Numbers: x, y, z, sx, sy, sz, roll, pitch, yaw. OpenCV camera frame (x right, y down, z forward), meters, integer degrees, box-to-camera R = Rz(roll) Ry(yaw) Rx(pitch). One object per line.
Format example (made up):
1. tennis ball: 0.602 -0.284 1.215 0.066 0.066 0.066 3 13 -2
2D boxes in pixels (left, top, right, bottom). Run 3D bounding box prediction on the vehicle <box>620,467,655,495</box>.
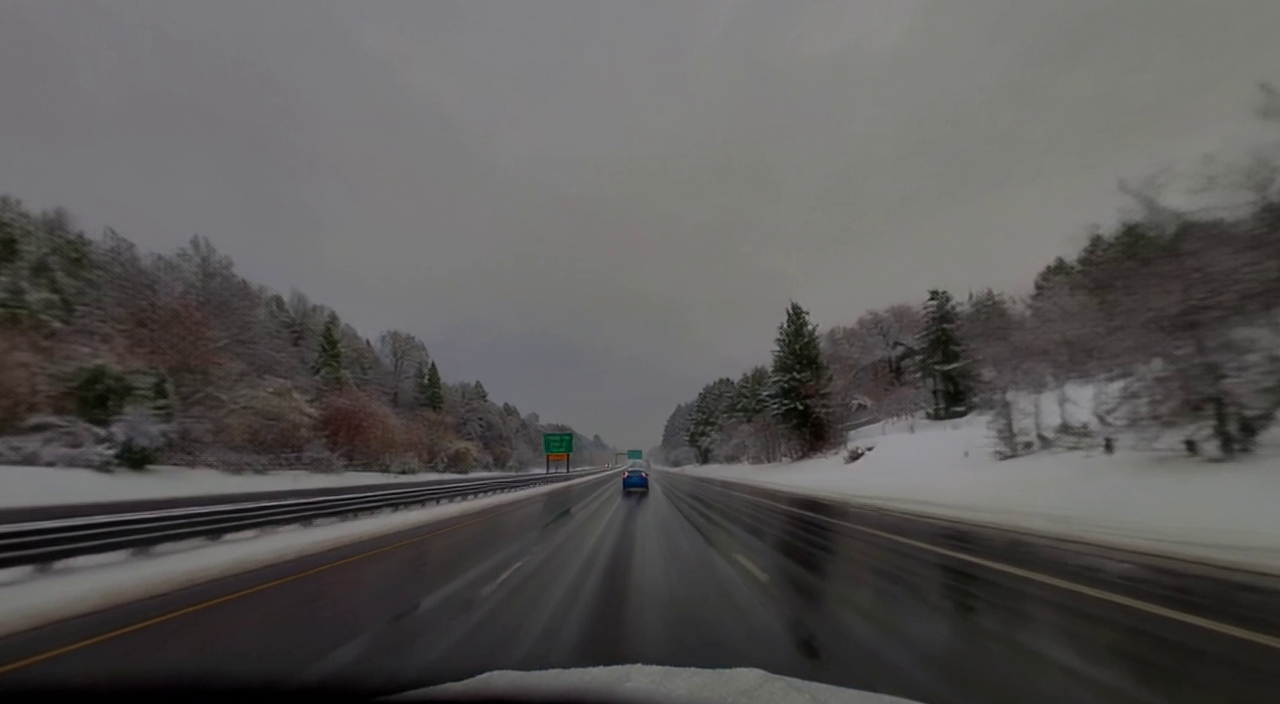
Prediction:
1. vehicle: -0.145 7.707 37.938 2.016 1.530 4.009 1 -11 0
